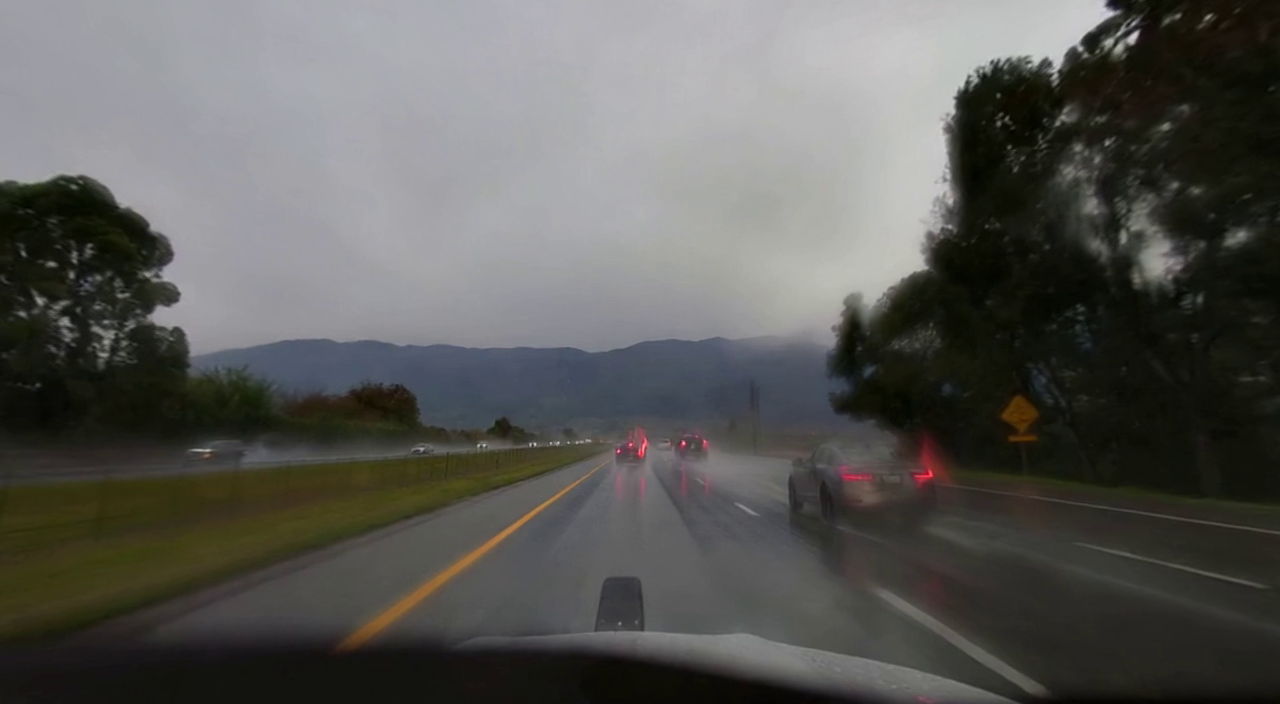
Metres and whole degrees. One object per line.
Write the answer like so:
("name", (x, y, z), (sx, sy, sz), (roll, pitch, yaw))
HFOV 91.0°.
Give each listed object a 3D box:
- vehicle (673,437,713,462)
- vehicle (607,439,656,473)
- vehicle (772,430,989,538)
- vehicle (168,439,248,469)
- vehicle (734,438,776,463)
("vehicle", (3.761, 7.007, 45.226), (2.436, 1.704, 4.694), (0, -8, 0))
("vehicle", (-0.358, 4.722, 28.725), (2.085, 1.449, 3.860), (0, -8, 0))
("vehicle", (3.713, 2.109, 10.709), (1.957, 1.447, 4.241), (0, -8, -1))
("vehicle", (-28.235, 6.672, 41.332), (1.948, 1.867, 4.621), (0, -8, 0))
("vehicle", (7.720, 6.657, 42.698), (1.996, 1.637, 3.990), (0, -8, -1))
